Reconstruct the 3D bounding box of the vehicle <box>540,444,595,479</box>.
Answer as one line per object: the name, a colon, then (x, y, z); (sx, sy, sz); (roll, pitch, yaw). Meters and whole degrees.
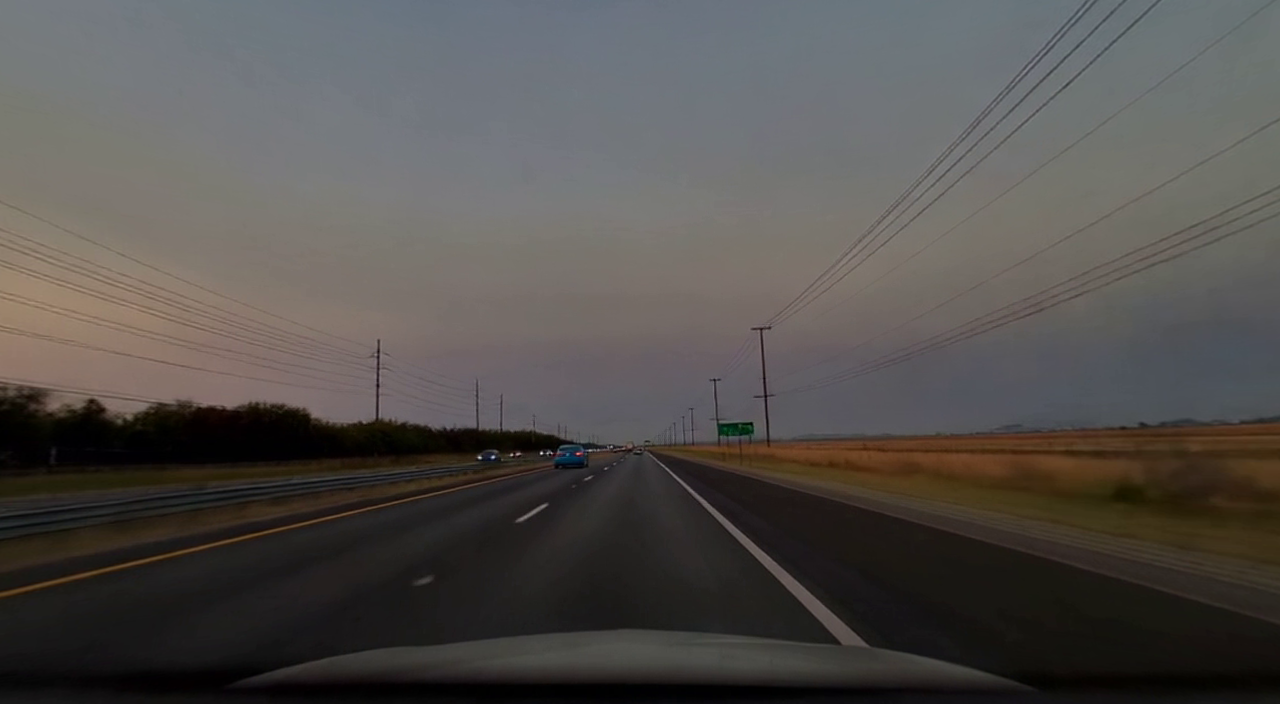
vehicle: (-3.453, 5.330, 30.921); (2.106, 1.543, 4.465); (0, -9, 1)
